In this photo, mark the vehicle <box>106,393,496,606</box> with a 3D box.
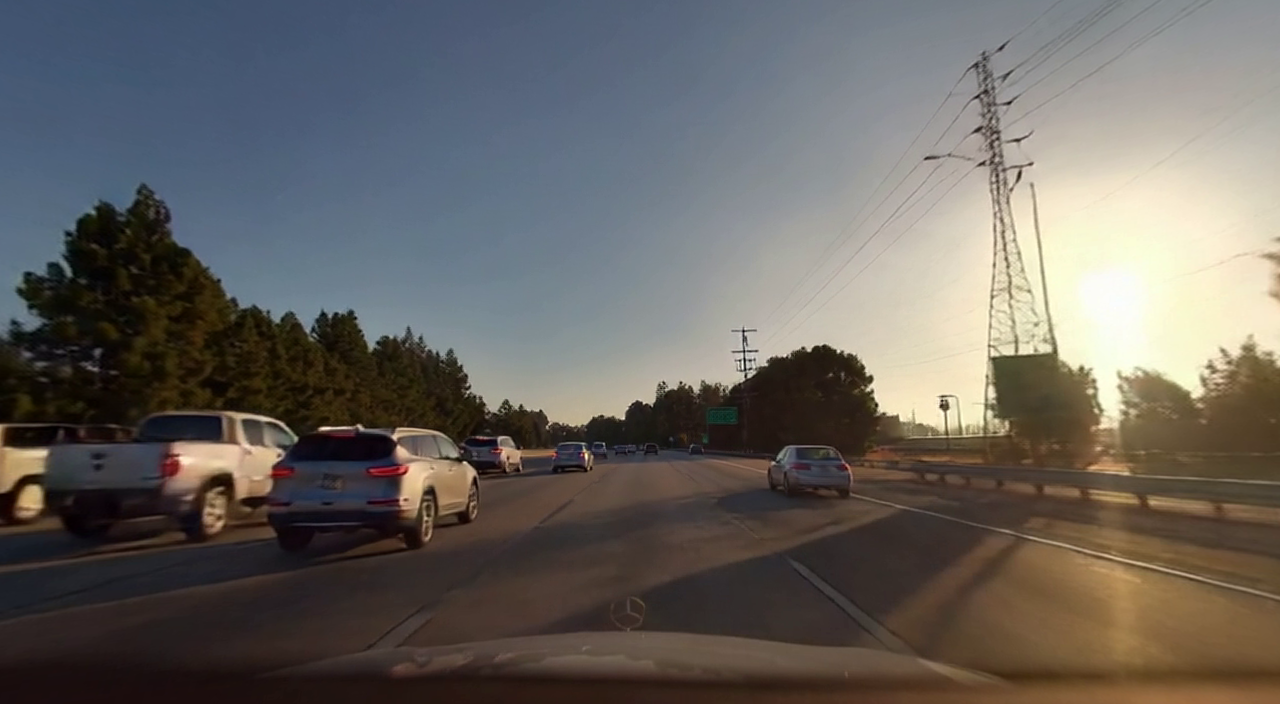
[{"bbox_3d":[-3.373,1.574,7.636,2.133,1.775,4.530,0,-8,1],"label":"vehicle"}]

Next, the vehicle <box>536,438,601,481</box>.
[{"bbox_3d":[-2.941,4.539,27.045,2.133,1.668,4.505,0,-8,2],"label":"vehicle"}]

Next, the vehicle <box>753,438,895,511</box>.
[{"bbox_3d":[4.197,2.868,15.321,2.022,1.472,4.678,0,-8,0],"label":"vehicle"}]
